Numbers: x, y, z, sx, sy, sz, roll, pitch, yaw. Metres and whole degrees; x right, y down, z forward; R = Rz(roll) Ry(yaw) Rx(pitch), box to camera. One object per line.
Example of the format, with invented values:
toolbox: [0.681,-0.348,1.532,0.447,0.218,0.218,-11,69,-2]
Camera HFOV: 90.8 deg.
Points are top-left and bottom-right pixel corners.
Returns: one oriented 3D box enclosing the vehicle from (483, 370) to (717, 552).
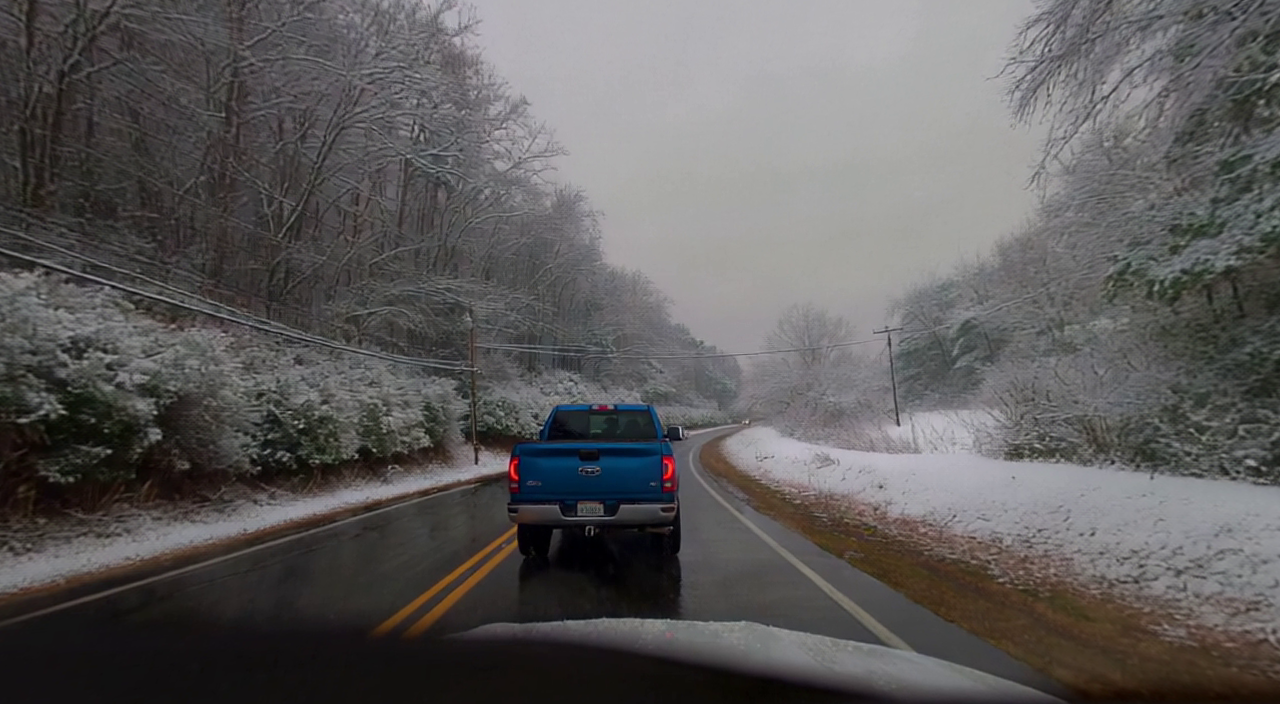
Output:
vehicle: [-0.528,1.762,10.747,2.837,2.223,5.885,0,-8,-1]
